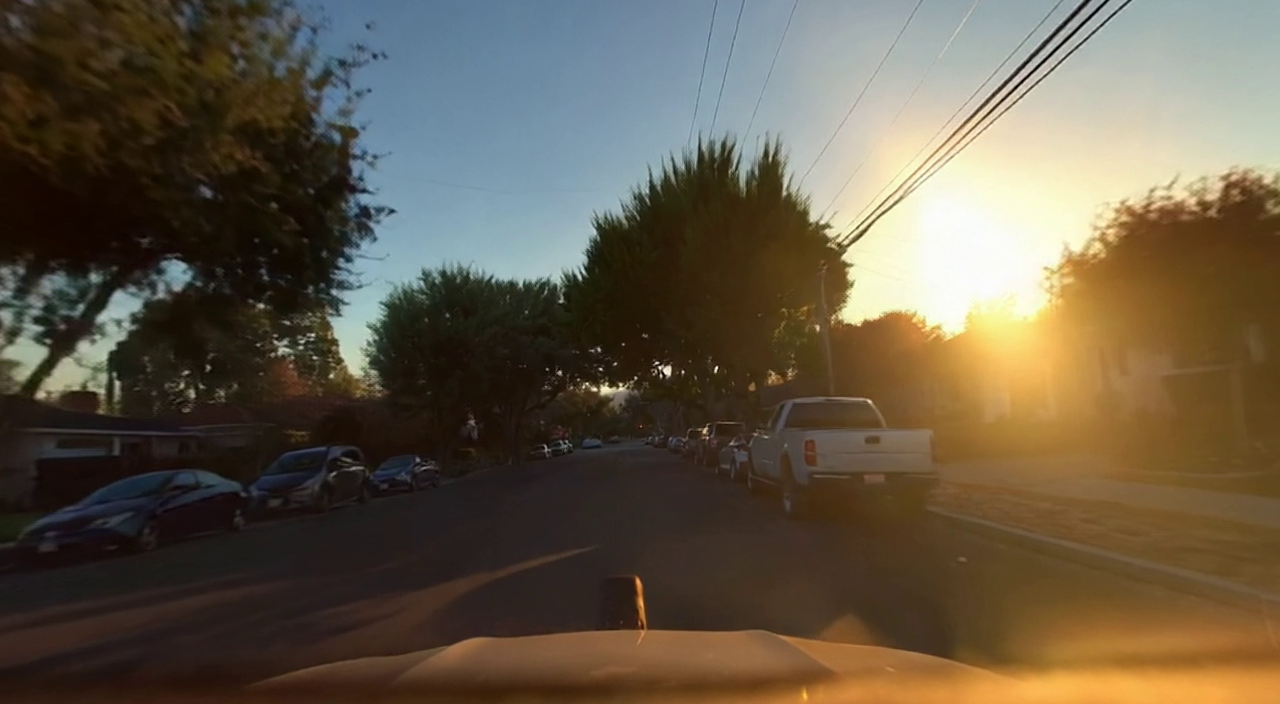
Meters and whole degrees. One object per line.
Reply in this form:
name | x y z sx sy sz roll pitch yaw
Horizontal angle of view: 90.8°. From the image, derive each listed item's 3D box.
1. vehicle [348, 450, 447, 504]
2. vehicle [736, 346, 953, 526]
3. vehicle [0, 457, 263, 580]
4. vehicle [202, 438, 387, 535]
vehicle | -8.402 4.316 22.281 1.839 1.384 4.124 -7 -7 -2
vehicle | 3.072 1.413 10.584 2.233 2.453 3.787 0 -9 -1
vehicle | -8.391 2.620 10.655 1.821 1.476 4.060 -5 -8 -4
vehicle | -8.534 3.253 16.192 2.163 1.841 4.679 -6 -7 -1
